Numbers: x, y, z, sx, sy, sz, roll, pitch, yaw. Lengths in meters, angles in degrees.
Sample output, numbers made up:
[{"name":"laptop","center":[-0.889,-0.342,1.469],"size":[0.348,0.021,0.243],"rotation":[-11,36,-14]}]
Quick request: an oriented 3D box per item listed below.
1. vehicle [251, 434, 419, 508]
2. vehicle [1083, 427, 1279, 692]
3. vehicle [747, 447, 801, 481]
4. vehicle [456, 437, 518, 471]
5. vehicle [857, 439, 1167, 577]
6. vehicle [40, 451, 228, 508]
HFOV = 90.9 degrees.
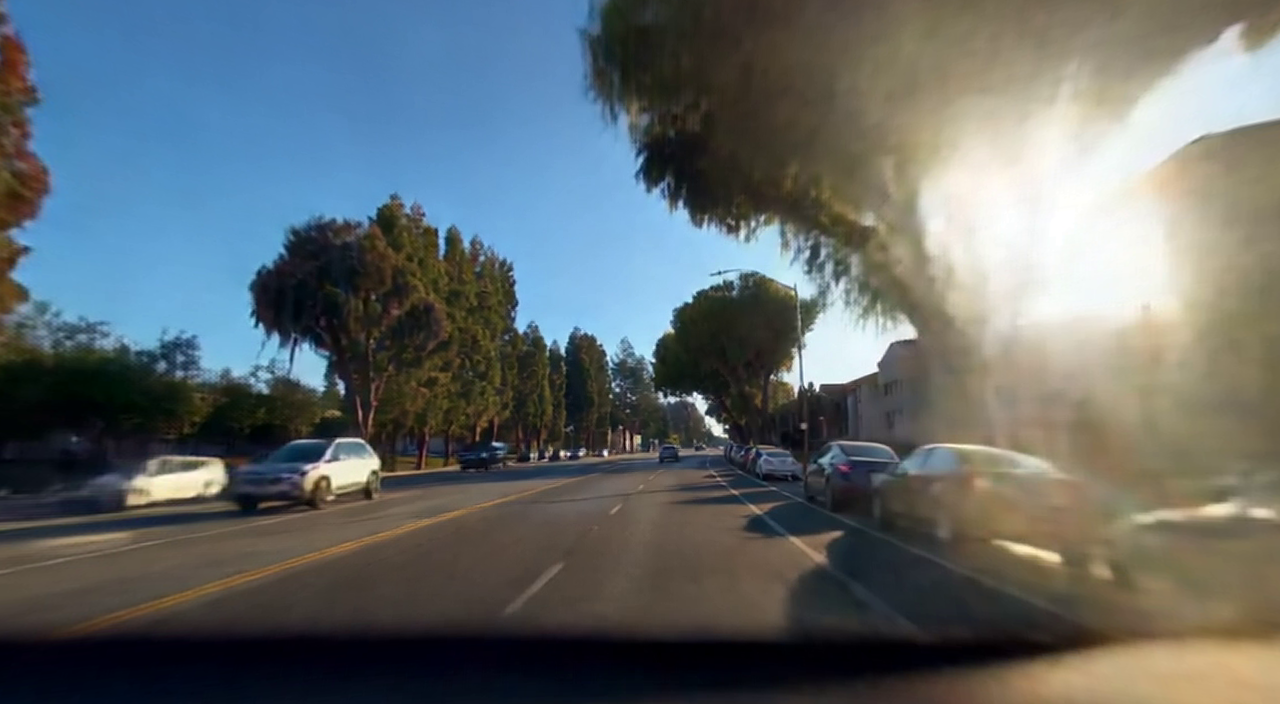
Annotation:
[{"name":"vehicle","center":[-7.992,3.127,17.230],"size":[2.331,1.696,4.861],"rotation":[0,-8,-3]},{"name":"vehicle","center":[4.579,1.043,2.747],"size":[2.046,1.473,4.623],"rotation":[-1,-8,2]},{"name":"vehicle","center":[6.096,5.105,29.186],"size":[1.833,1.399,4.727],"rotation":[-1,-8,4]},{"name":"vehicle","center":[-10.511,7.026,43.814],"size":[2.469,2.157,5.373],"rotation":[-1,-8,5]},{"name":"vehicle","center":[4.862,2.044,9.334],"size":[1.853,1.457,4.967],"rotation":[-1,-8,4]},{"name":"vehicle","center":[-15.368,3.847,19.556],"size":[1.909,1.483,4.498],"rotation":[-1,-8,4]}]
